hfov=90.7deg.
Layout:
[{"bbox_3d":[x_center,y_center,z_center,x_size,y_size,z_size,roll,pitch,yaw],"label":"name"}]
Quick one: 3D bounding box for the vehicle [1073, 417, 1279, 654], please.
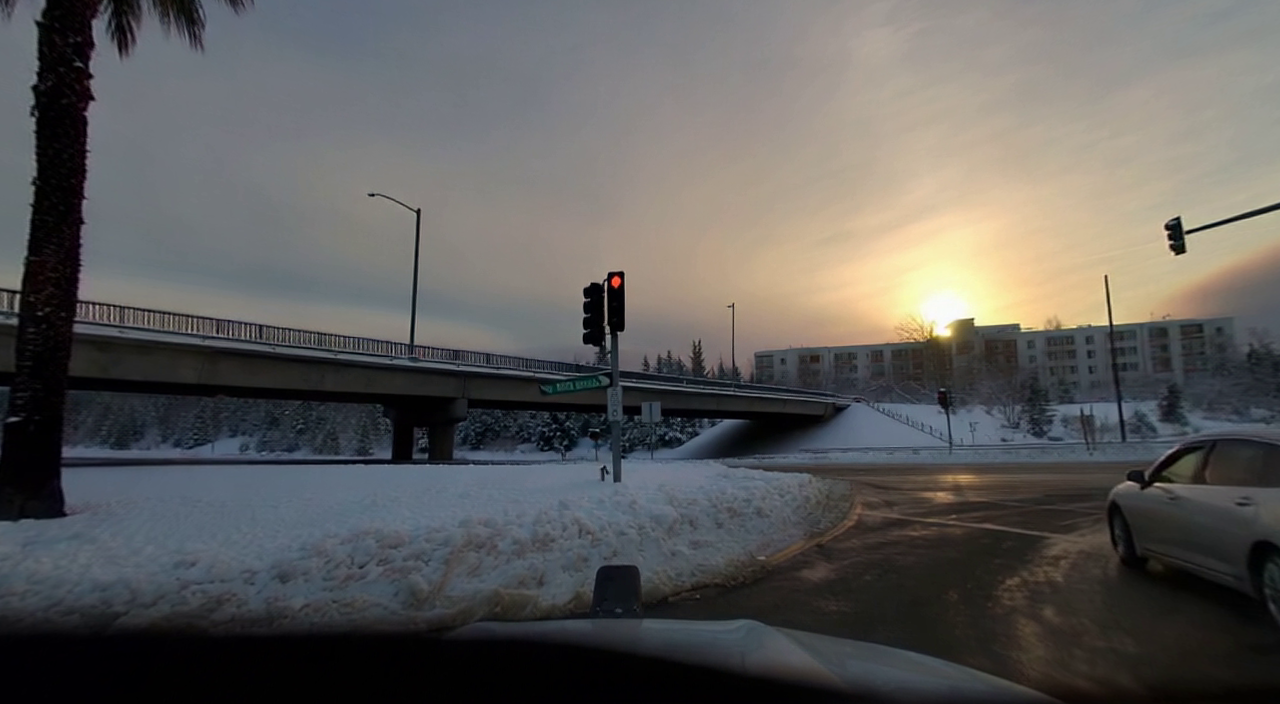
[{"bbox_3d":[5.460,1.333,5.149,1.959,1.485,4.628,-3,-9,19],"label":"vehicle"}]
